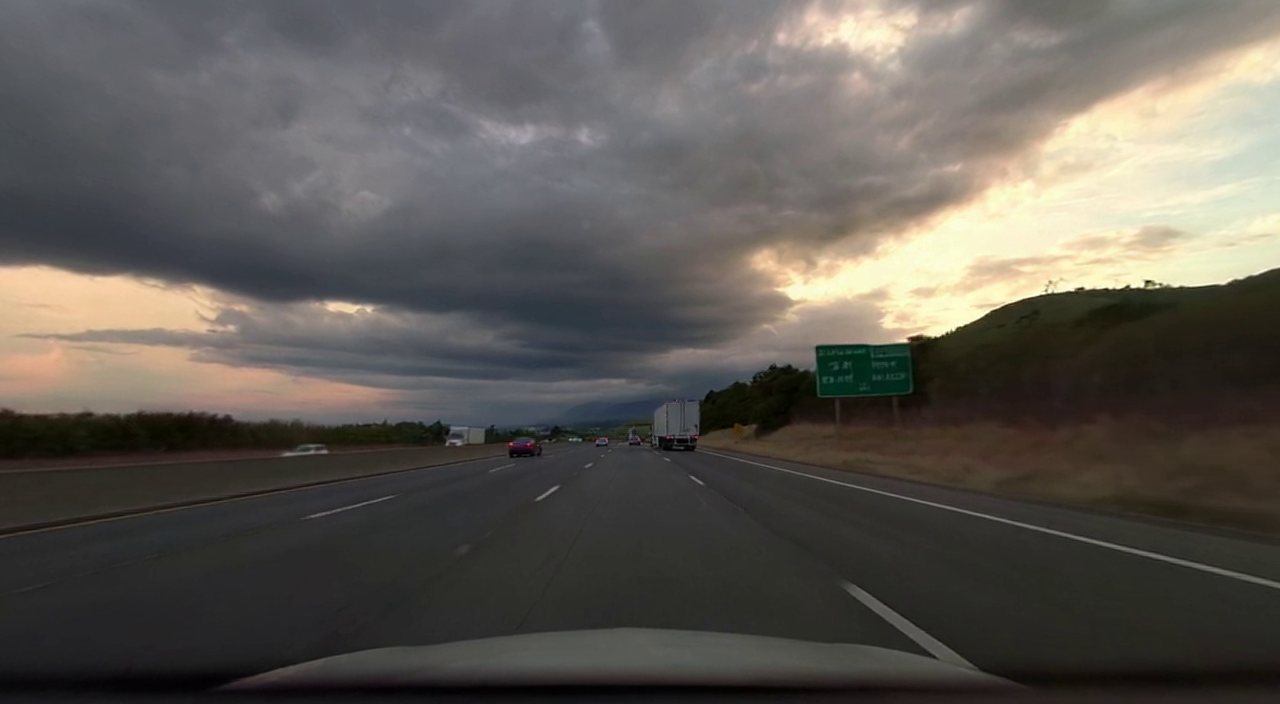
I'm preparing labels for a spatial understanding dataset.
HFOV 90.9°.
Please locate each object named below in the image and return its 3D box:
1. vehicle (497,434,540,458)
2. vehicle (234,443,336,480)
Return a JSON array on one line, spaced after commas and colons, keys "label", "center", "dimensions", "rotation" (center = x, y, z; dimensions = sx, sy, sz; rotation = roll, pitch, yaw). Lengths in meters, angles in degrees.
[{"label": "vehicle", "center": [-7.915, 6.165, 41.491], "dimensions": [2.018, 1.454, 4.290], "rotation": [0, -8, -1]}, {"label": "vehicle", "center": [-16.037, 4.945, 28.760], "dimensions": [2.083, 1.500, 4.374], "rotation": [0, -8, 0]}]
